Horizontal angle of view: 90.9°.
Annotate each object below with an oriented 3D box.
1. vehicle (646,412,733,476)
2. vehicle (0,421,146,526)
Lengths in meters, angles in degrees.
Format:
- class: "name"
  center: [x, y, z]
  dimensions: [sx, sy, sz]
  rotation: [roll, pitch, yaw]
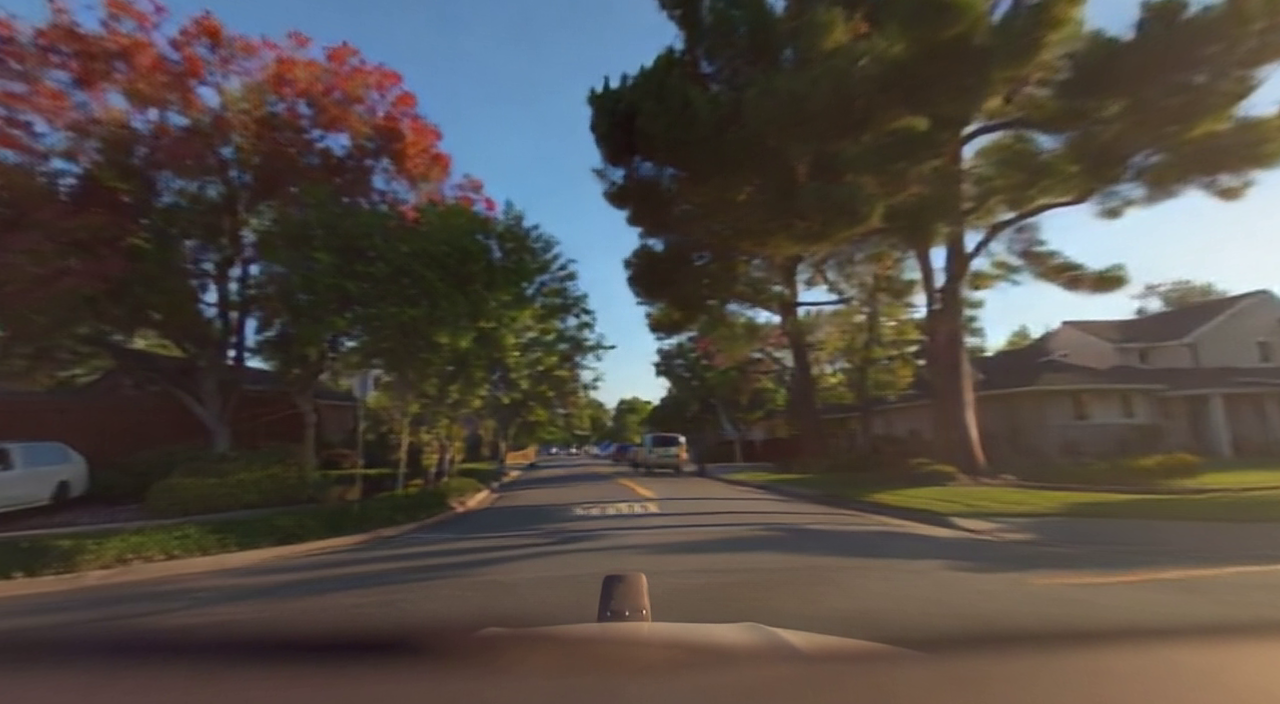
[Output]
- class: "vehicle"
  center: [2.506, 4.862, 34.213]
  dimensions: [2.718, 3.089, 6.380]
  rotation: [1, -7, -15]
- class: "vehicle"
  center: [-13.195, 2.403, 12.830]
  dimensions: [2.286, 1.915, 5.980]
  rotation: [2, -8, -10]
